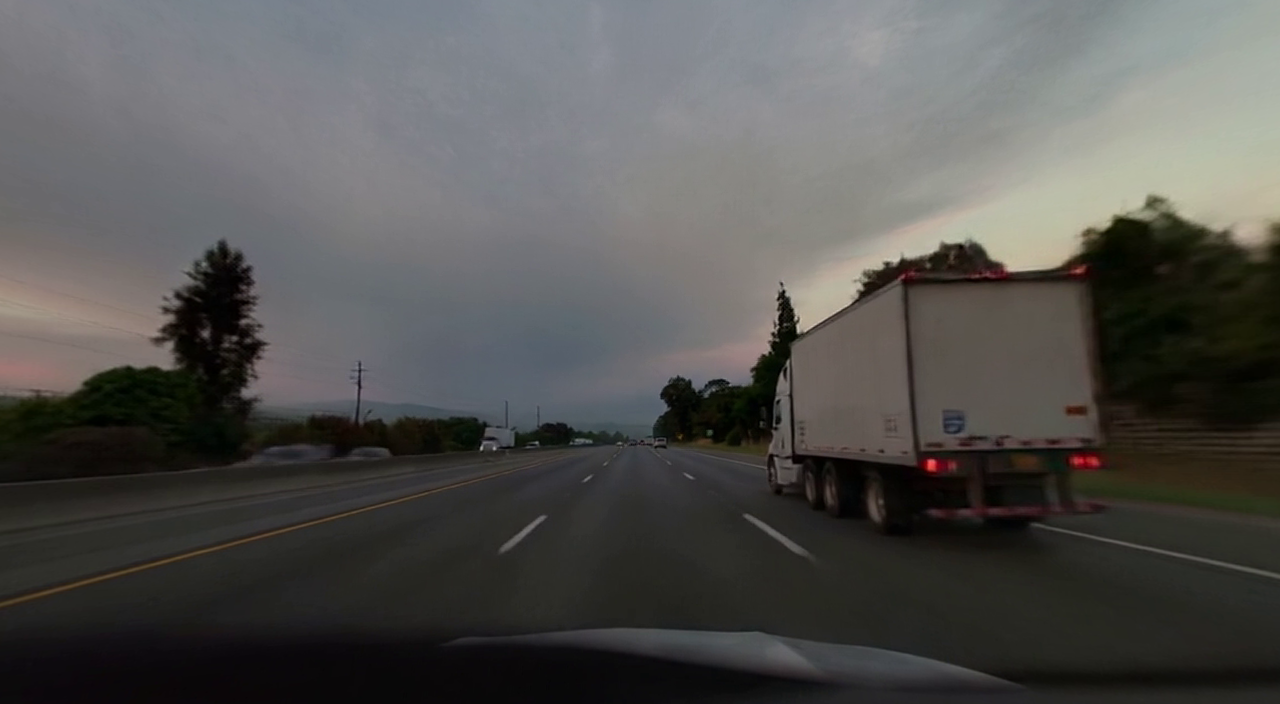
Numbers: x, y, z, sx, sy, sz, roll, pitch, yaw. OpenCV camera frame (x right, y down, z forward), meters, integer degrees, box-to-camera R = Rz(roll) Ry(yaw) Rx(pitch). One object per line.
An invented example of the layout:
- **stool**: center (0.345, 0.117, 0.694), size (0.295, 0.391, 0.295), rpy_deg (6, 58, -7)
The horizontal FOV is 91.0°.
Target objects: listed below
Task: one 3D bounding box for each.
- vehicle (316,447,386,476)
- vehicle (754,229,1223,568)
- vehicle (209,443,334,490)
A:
- **vehicle**: center (-16.256, 6.151, 35.628), size (1.867, 1.442, 4.385), rpy_deg (-1, -8, 0)
- **vehicle**: center (4.109, 0.932, 10.127), size (2.766, 3.349, 7.796), rpy_deg (0, -8, -2)
- **vehicle**: center (-12.734, 3.932, 22.104), size (1.841, 1.432, 4.245), rpy_deg (-1, -8, 0)
